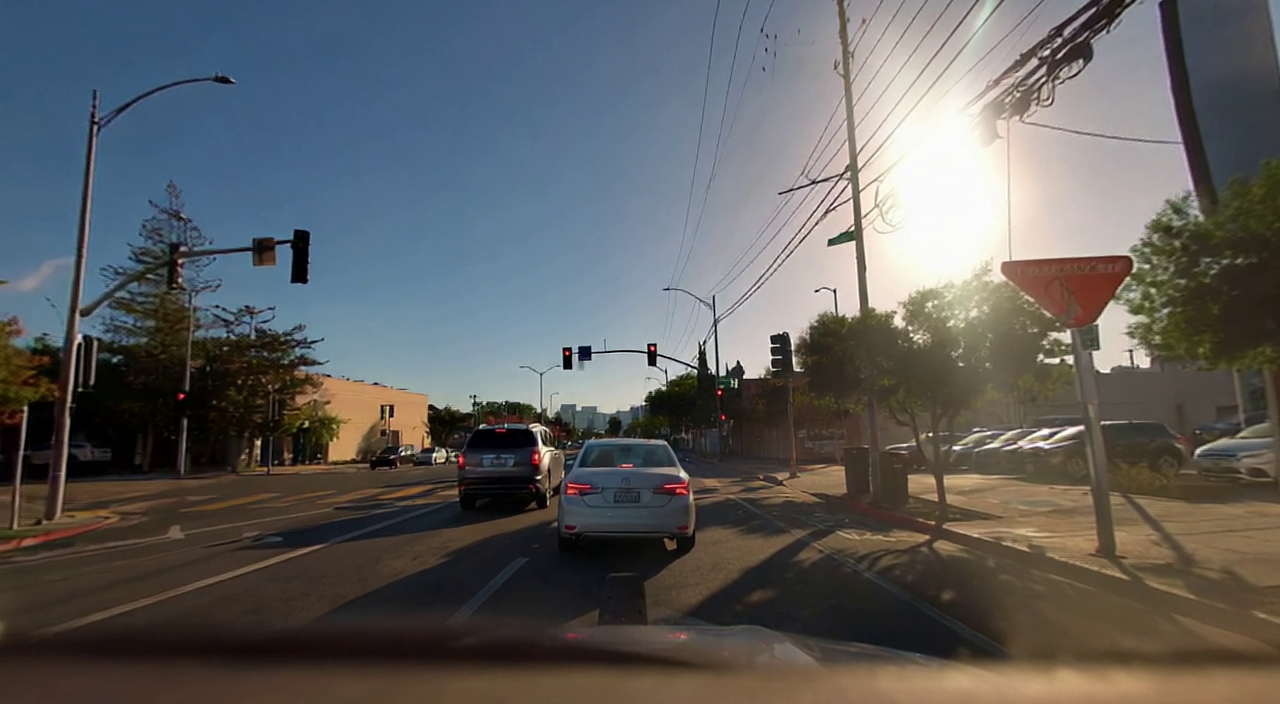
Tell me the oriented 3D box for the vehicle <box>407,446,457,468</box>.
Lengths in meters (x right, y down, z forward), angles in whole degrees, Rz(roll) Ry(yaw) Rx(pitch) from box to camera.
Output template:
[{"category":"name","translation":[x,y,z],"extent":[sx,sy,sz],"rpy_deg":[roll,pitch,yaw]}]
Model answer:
[{"category":"vehicle","translation":[-15.551,7.807,46.994],"extent":[2.111,1.511,4.641],"rpy_deg":[6,-10,-36]}]

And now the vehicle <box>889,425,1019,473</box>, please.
[{"category":"vehicle","translation":[10.645,3.343,21.839],"extent":[1.842,1.471,4.481],"rpy_deg":[1,-8,-6]}]

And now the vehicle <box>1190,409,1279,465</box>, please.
[{"category":"vehicle","translation":[18.720,2.550,18.809],"extent":[4.446,1.511,1.977],"rpy_deg":[4,-10,-29]}]

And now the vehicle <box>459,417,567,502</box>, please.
[{"category":"vehicle","translation":[-3.050,2.689,16.140],"extent":[2.106,1.852,4.512],"rpy_deg":[0,-8,-4]}]

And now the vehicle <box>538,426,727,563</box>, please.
[{"category":"vehicle","translation":[-0.151,1.874,9.097],"extent":[2.070,1.481,4.216],"rpy_deg":[0,-8,-2]}]

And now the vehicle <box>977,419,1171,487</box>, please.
[{"category":"vehicle","translation":[10.539,2.494,15.811],"extent":[1.888,1.455,4.268],"rpy_deg":[0,-8,1]}]
